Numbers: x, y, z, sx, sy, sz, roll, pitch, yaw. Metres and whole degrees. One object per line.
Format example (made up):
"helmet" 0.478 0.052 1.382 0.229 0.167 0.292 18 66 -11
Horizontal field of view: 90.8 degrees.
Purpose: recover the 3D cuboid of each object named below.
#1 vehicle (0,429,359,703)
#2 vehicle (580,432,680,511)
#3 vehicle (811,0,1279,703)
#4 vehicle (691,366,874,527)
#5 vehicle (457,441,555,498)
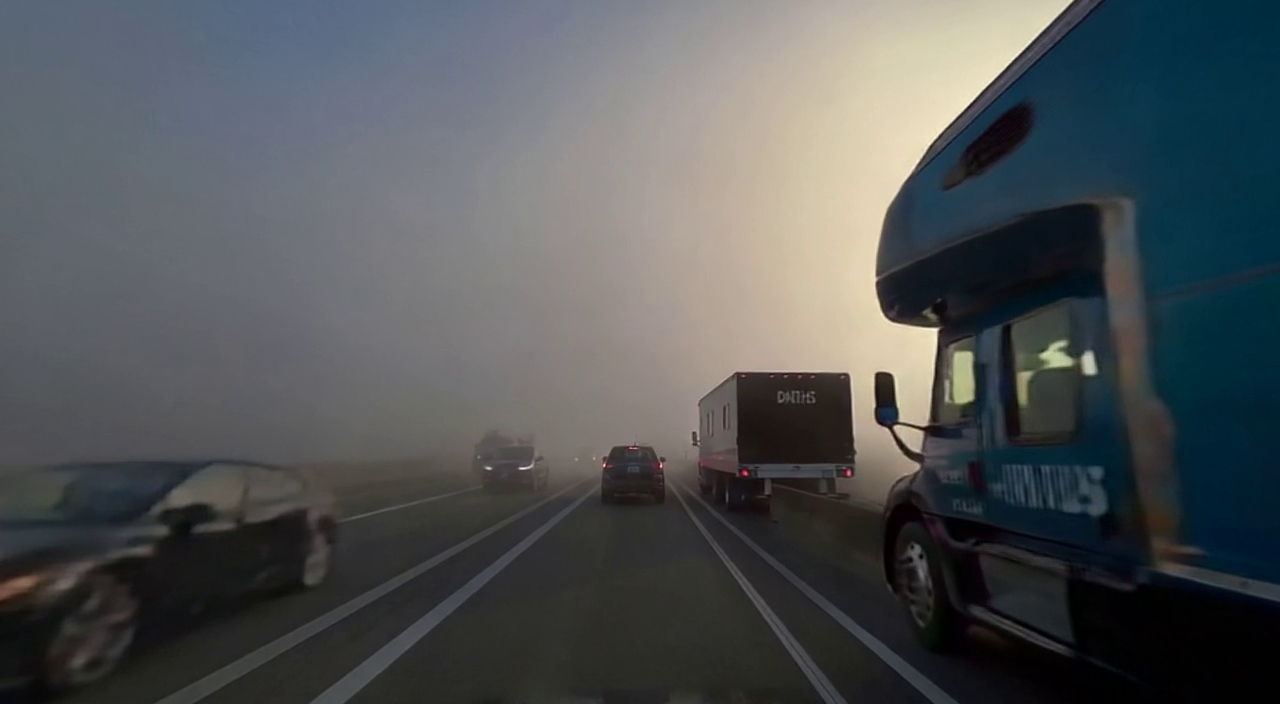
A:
"vehicle" -3.608 1.223 3.749 1.930 1.431 4.156 0 -9 0
"vehicle" -0.242 2.964 16.071 2.201 1.719 4.058 0 -9 -1
"vehicle" 3.188 -0.179 1.646 2.936 3.787 8.670 0 -9 0
"vehicle" 2.888 2.266 15.253 2.533 2.942 7.280 0 -9 -1
"vehicle" -4.096 3.692 20.191 2.023 1.576 4.784 0 -9 1
